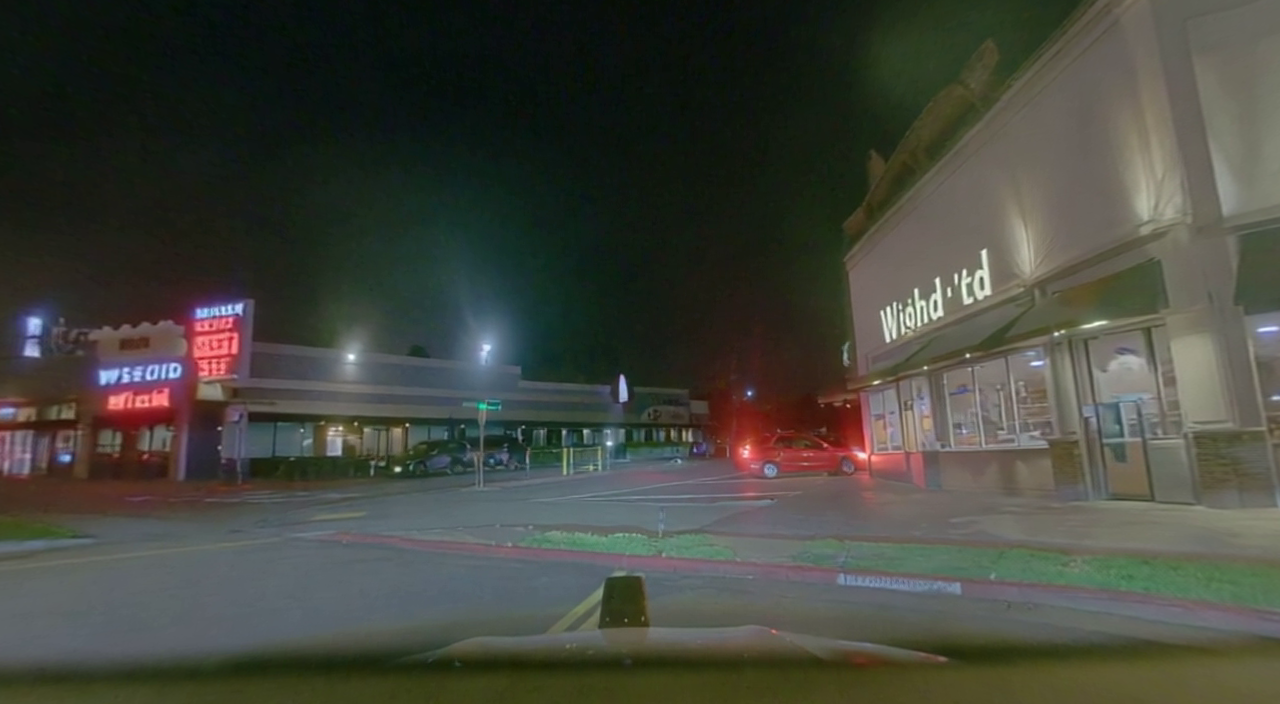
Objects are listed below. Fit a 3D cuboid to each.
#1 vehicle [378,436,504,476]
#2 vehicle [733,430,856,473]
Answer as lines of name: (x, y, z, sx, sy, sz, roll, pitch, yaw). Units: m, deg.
vehicle: (-8.524, 4.451, 27.163, 4.814, 1.618, 1.869, -2, -9, 10)
vehicle: (6.527, 4.183, 26.613, 4.706, 1.663, 1.993, -4, -9, 24)
